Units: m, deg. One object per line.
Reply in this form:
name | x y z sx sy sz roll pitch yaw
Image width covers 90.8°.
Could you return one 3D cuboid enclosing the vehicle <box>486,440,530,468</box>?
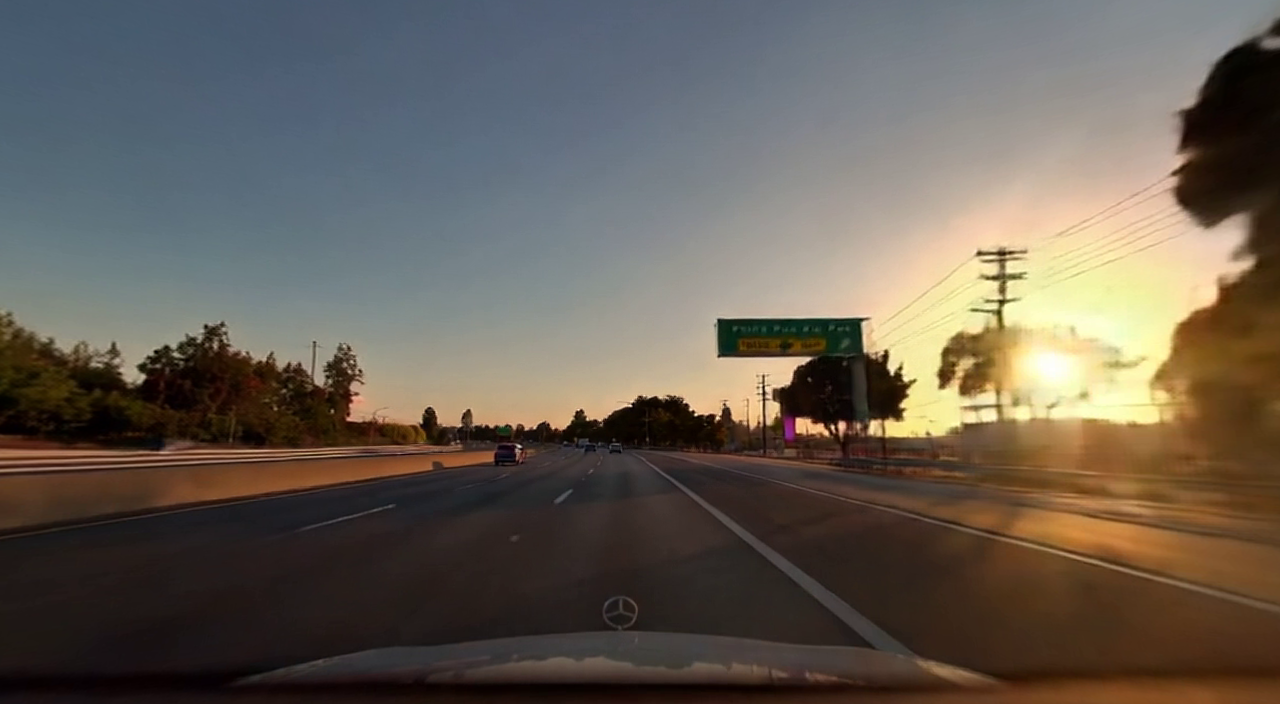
vehicle | -8.599 6.683 41.572 2.053 1.682 4.423 0 -8 -1
